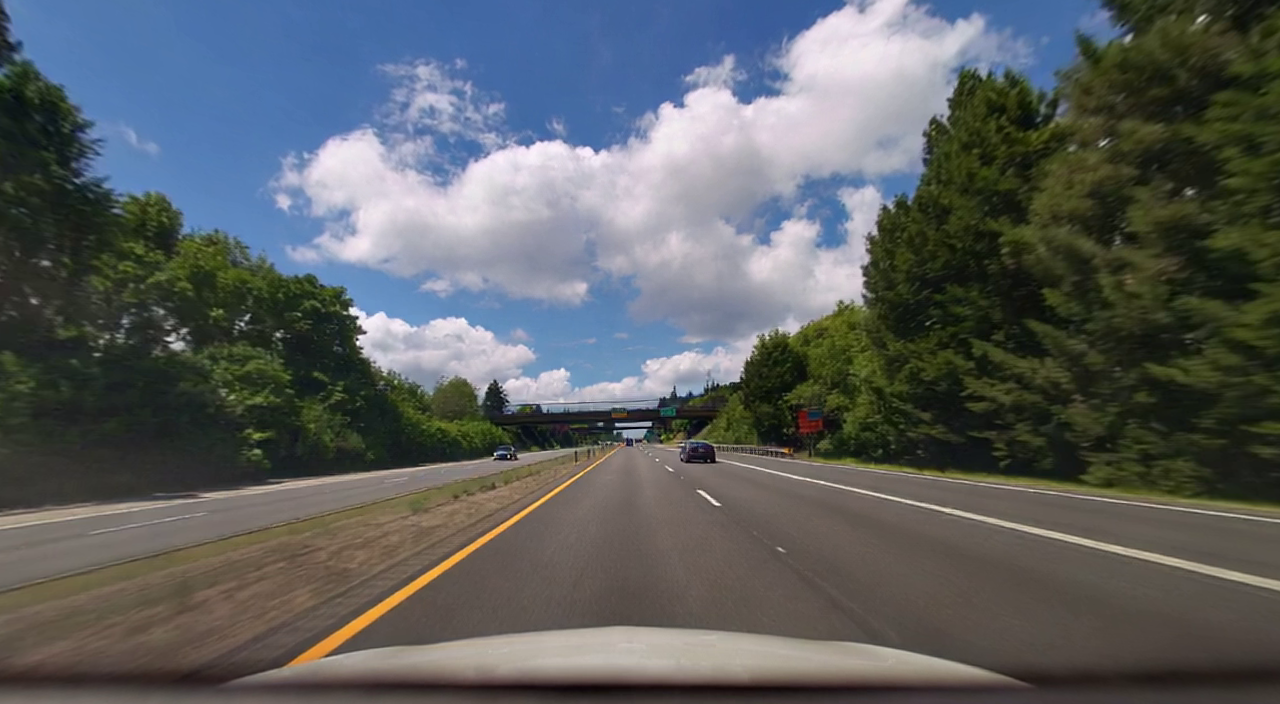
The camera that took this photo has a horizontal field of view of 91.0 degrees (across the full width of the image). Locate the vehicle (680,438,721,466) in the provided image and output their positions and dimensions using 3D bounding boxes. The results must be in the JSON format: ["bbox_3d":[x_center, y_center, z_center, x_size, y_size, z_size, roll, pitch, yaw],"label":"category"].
[{"bbox_3d":[3.278,5.510,34.820,1.781,1.470,3.540,0,-8,-2],"label":"vehicle"}]
